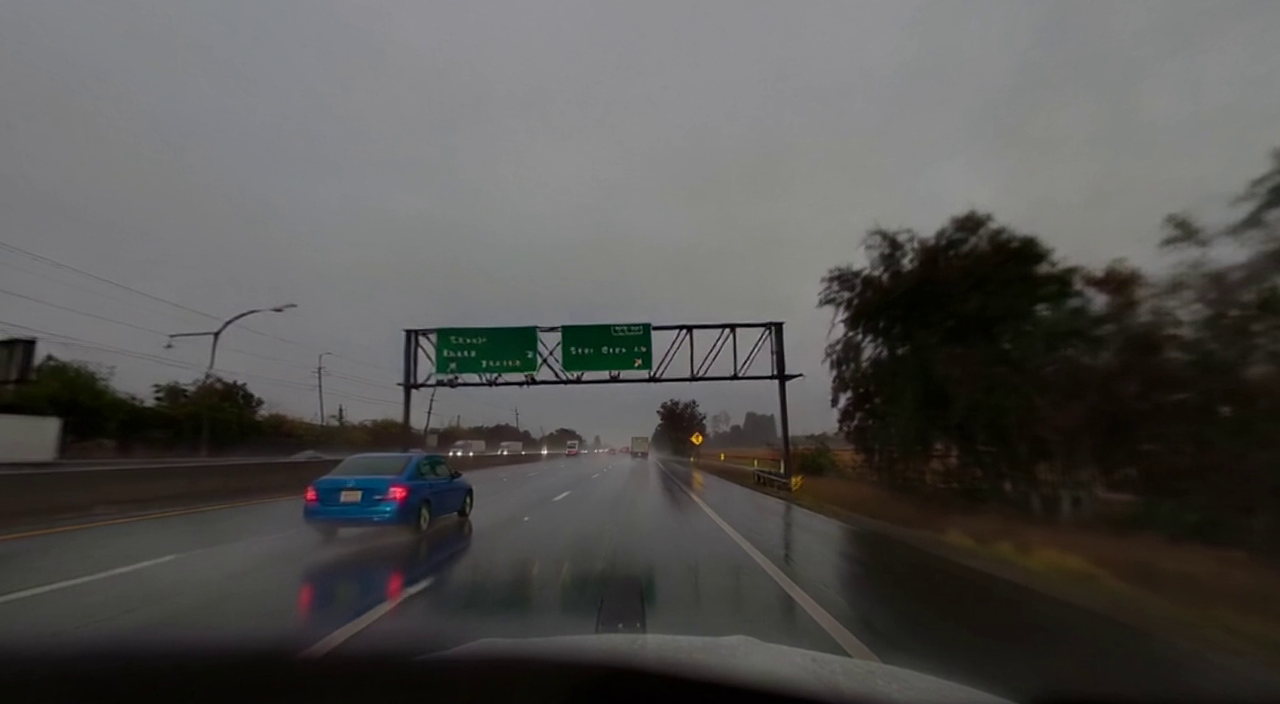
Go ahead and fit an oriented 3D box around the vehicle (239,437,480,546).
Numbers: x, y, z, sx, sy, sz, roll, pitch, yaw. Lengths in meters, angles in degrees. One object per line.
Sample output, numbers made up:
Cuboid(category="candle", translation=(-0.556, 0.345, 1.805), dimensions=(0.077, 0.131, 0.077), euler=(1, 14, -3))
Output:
Cuboid(category="vehicle", translation=(-4.488, 2.288, 11.057), dimensions=(2.104, 1.501, 4.459), euler=(0, -9, 1))
